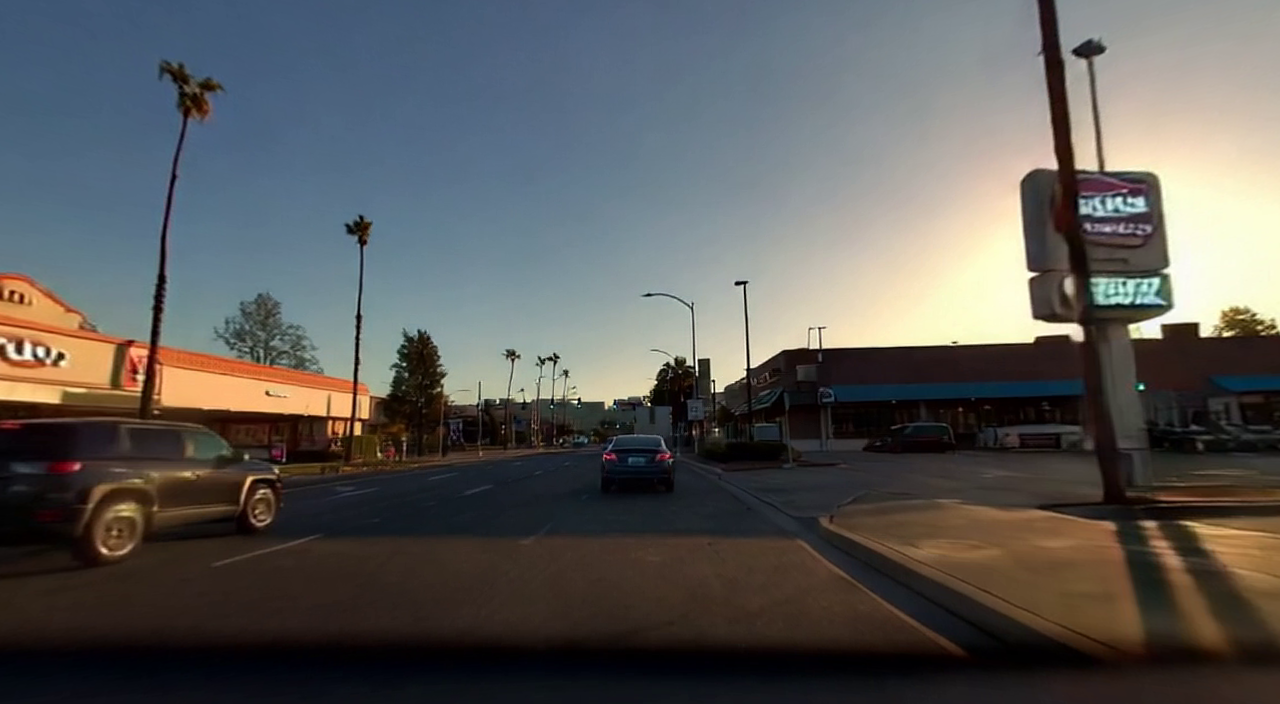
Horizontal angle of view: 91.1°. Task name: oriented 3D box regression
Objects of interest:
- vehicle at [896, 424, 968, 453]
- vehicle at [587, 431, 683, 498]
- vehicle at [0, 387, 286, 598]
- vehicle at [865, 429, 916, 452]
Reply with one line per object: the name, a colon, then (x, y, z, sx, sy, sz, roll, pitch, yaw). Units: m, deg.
vehicle: (17.332, 5.206, 37.498, 2.009, 1.630, 4.436, 0, -9, -2)
vehicle: (-0.067, 2.864, 16.384, 2.145, 1.483, 4.453, 0, -9, 1)
vehicle: (-6.208, 1.401, 6.816, 2.057, 1.705, 4.394, 0, -9, 1)
vehicle: (17.195, 6.145, 43.332, 1.902, 1.502, 4.395, 0, -9, 4)
